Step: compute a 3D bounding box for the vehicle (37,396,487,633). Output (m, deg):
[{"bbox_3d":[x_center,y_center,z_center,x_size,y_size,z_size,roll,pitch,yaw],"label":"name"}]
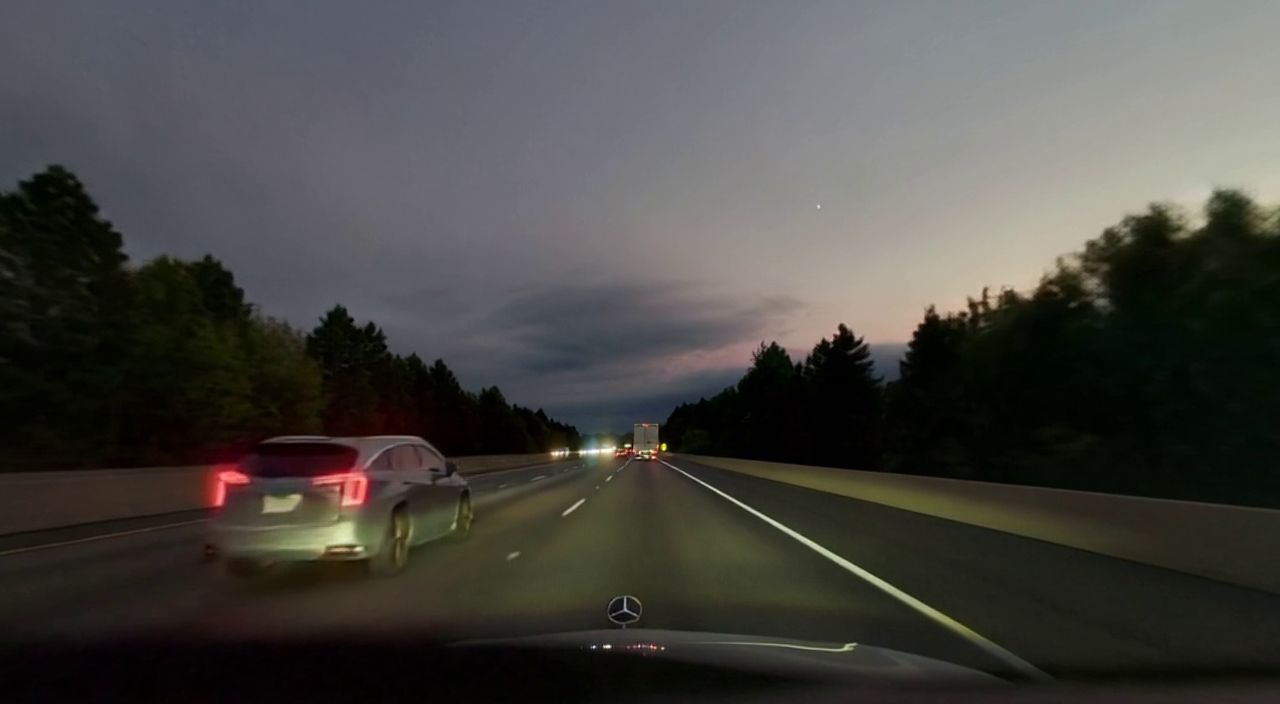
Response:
[{"bbox_3d":[-3.277,1.522,6.900,2.017,1.680,4.636,0,-9,0],"label":"vehicle"}]
